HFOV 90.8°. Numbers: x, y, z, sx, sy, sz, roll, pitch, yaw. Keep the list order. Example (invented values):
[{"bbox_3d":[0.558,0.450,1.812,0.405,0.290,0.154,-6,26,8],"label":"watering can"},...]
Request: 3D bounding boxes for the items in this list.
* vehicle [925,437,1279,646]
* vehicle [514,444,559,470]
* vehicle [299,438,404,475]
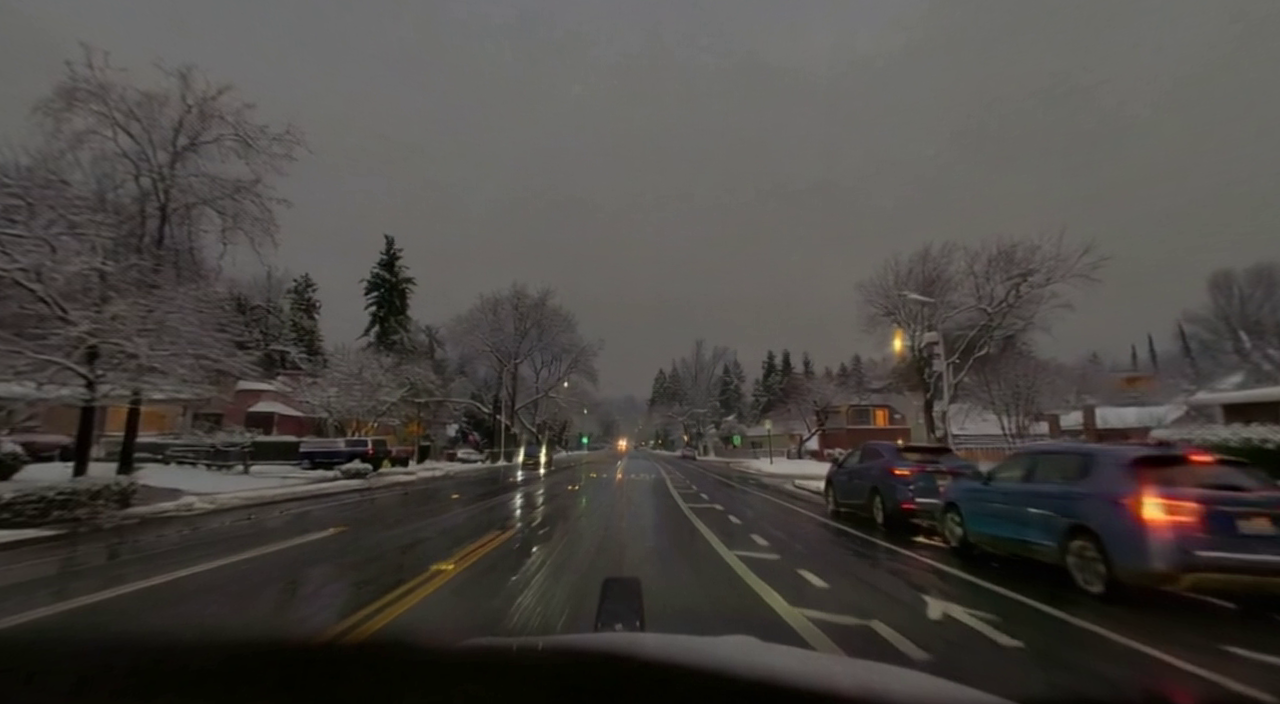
[{"bbox_3d":[5.169,1.792,7.140,1.891,1.611,4.269,0,-8,0],"label":"vehicle"},{"bbox_3d":[-6.579,6.696,40.509,2.057,1.495,4.592,0,-8,1],"label":"vehicle"},{"bbox_3d":[-16.257,5.859,35.714,5.125,1.941,2.086,4,-9,-26],"label":"vehicle"}]
